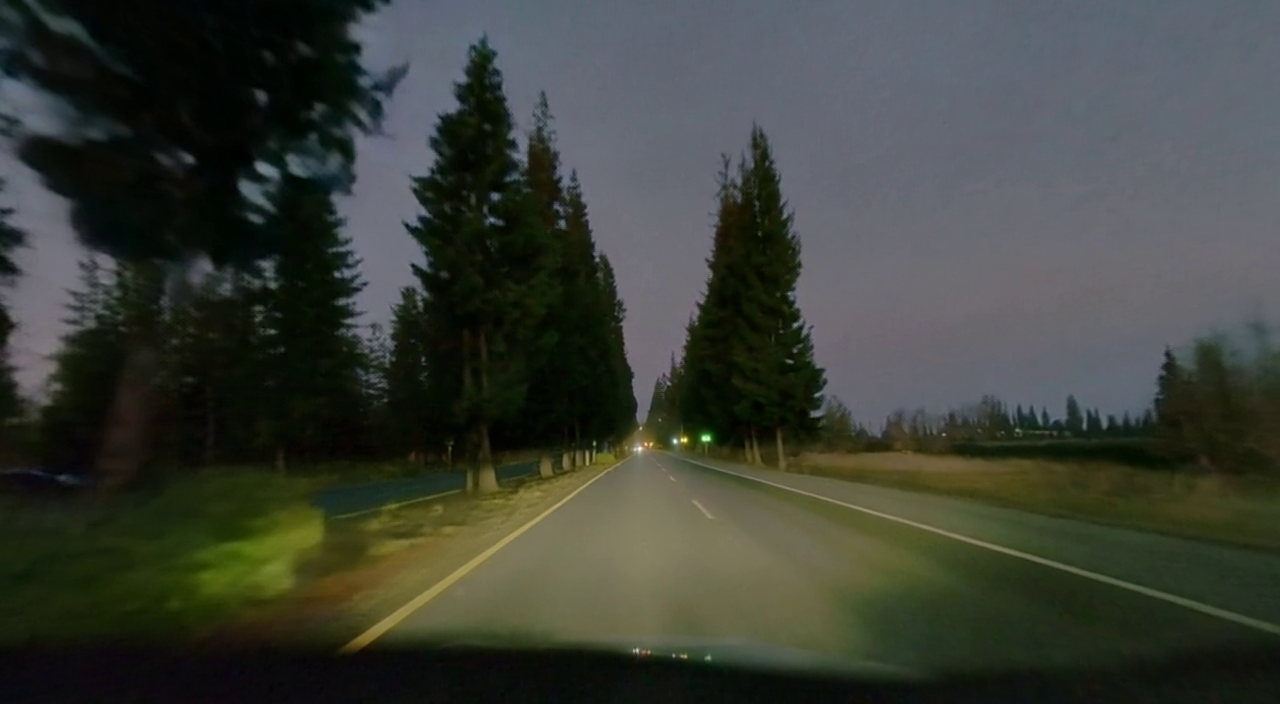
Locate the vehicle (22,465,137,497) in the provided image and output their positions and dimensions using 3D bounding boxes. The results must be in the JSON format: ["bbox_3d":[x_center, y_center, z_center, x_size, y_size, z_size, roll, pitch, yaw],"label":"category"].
[{"bbox_3d":[-28.738,6.611,32.478,4.342,1.446,1.722,-2,-8,2],"label":"vehicle"}]
